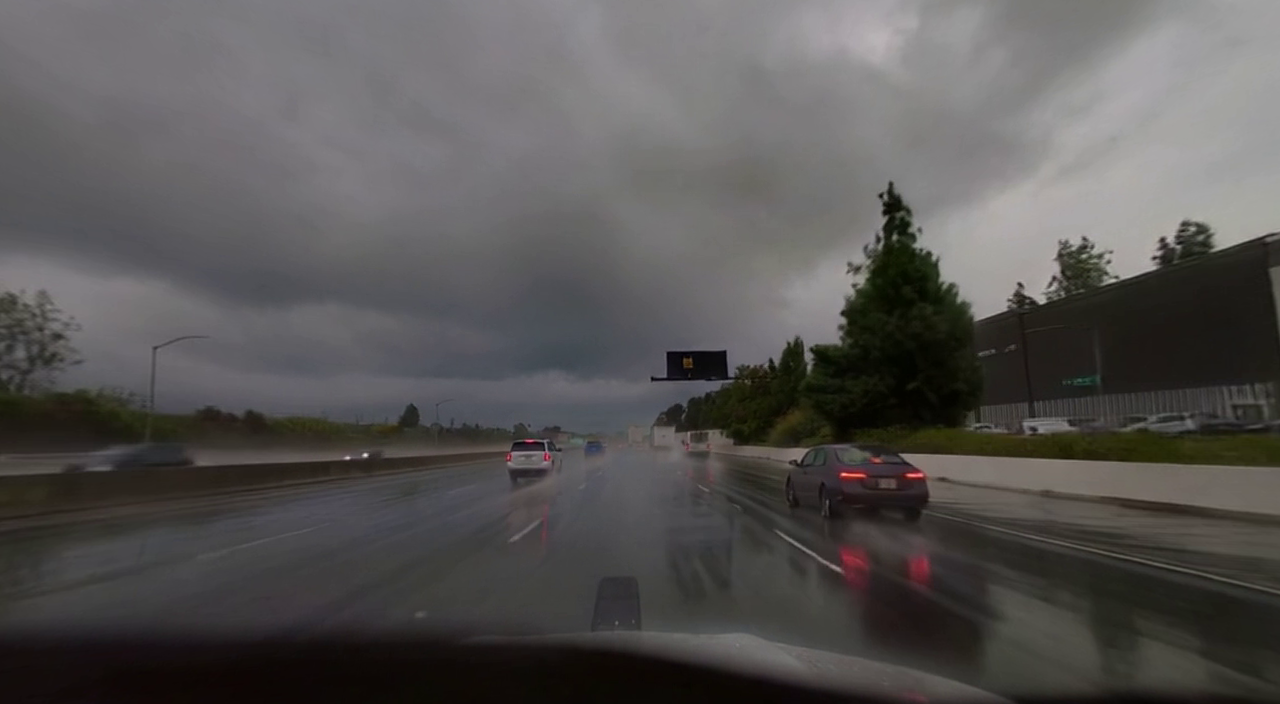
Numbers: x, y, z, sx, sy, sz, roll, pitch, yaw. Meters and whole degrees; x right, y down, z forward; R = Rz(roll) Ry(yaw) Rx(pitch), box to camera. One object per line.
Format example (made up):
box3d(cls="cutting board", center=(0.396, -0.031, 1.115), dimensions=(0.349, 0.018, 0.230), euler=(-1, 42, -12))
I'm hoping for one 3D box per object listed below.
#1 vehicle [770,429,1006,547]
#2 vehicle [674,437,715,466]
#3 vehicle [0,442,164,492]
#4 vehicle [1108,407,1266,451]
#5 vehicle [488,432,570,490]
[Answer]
box3d(cls="vehicle", center=(3.706, 2.108, 10.574), dimensions=(1.957, 1.510, 4.643), euler=(0, -8, -2))
box3d(cls="vehicle", center=(3.597, 6.719, 42.787), dimensions=(2.198, 1.807, 4.530), euler=(0, -8, -2))
box3d(cls="vehicle", center=(-21.213, 4.341, 24.293), dimensions=(2.202, 1.693, 4.662), euler=(0, -8, -1))
box3d(cls="vehicle", center=(27.496, 4.034, 32.202), dimensions=(2.176, 1.975, 6.444), euler=(-1, -9, -1))
box3d(cls="vehicle", center=(-3.716, 3.730, 21.989), dimensions=(1.987, 1.765, 4.508), euler=(0, -8, 0))
